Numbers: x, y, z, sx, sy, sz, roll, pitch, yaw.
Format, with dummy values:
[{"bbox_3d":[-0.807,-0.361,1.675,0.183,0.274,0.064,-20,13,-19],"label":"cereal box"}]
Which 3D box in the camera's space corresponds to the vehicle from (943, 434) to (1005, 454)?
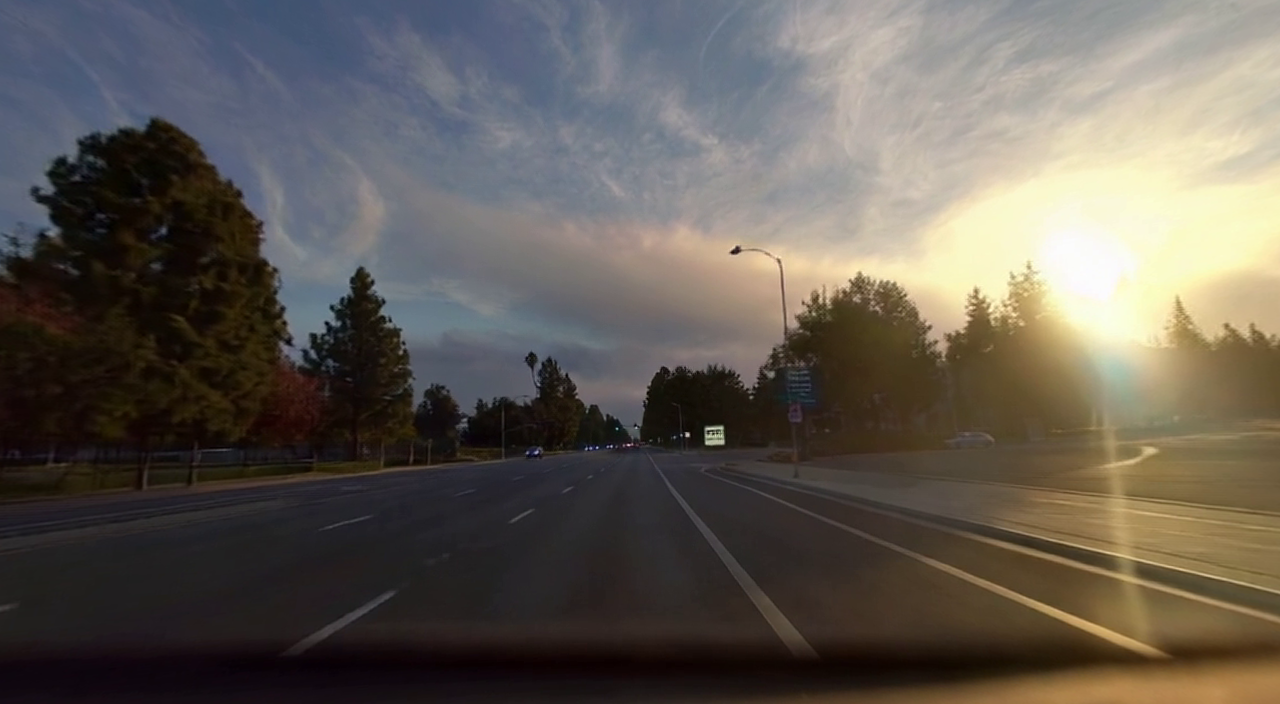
[{"bbox_3d":[24.764,6.871,46.895,1.907,1.444,5.150,0,-9,1],"label":"vehicle"}]
